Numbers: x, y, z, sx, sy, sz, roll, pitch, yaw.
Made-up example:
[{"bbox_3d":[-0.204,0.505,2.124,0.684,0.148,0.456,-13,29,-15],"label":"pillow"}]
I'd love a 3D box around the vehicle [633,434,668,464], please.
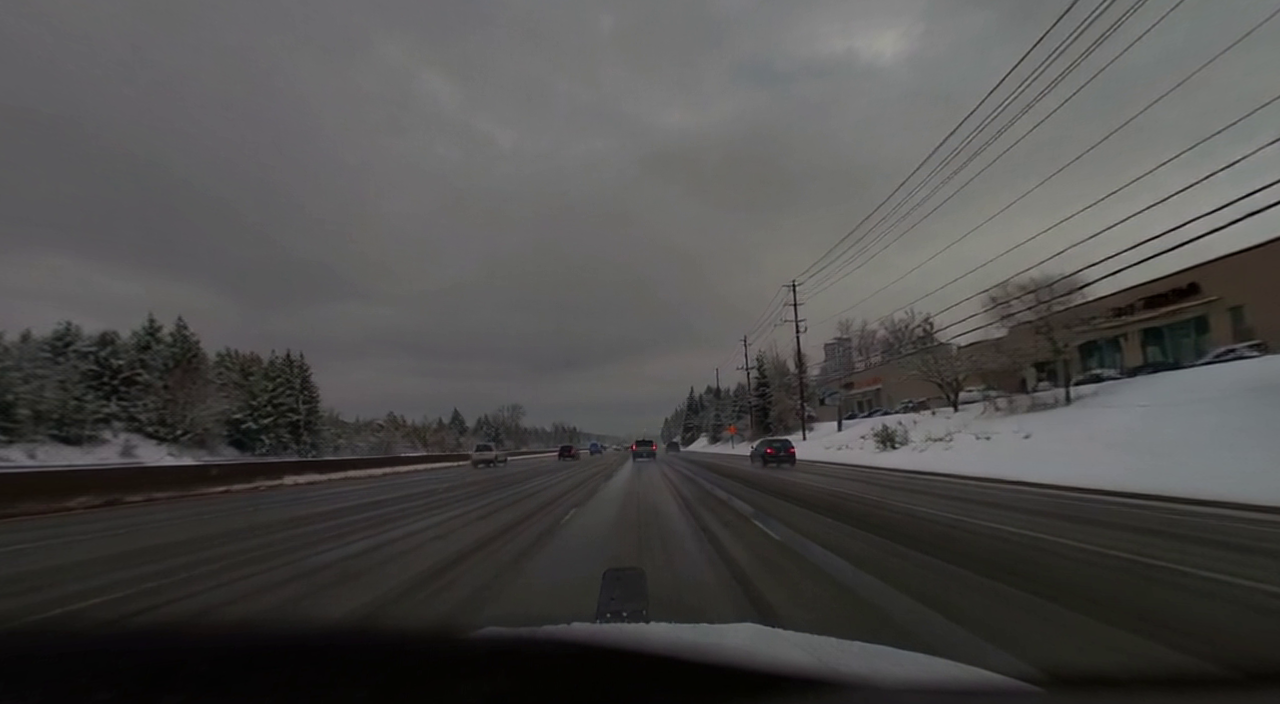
[{"bbox_3d":[0.793,7.624,49.733,2.622,2.208,5.320,0,-8,0],"label":"vehicle"}]

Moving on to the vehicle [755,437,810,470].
[{"bbox_3d":[7.675,5.520,34.424,1.937,1.698,4.322,0,-8,-1],"label":"vehicle"}]
